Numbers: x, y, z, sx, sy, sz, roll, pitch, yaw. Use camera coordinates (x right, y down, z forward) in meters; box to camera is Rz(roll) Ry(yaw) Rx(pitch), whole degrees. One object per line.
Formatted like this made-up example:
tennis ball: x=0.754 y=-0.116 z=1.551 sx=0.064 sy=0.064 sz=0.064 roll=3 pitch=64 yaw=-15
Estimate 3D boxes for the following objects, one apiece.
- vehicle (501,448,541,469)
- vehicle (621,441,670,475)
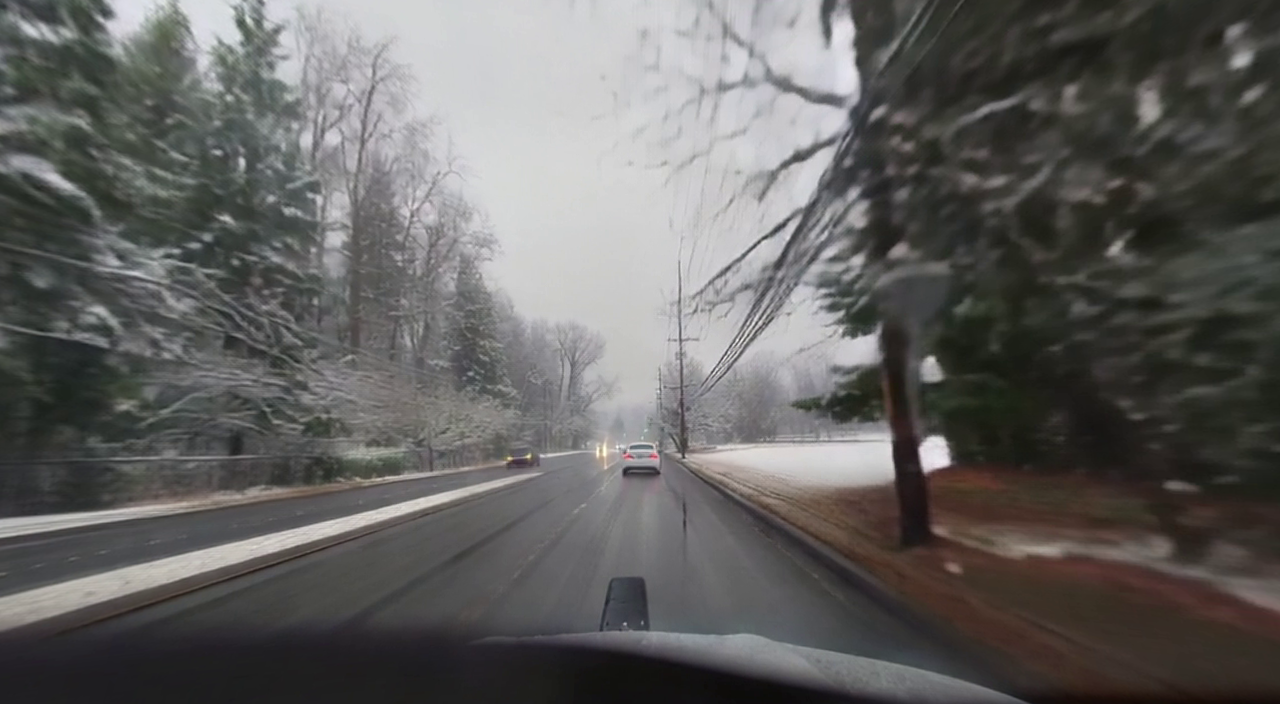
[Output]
vehicle: x=-8.851 y=7.931 z=47.107 sx=2.061 sy=1.516 sz=4.121 roll=0 pitch=-8 yaw=1
vehicle: x=0.281 y=4.963 z=29.656 sx=2.153 sy=1.461 sz=4.374 roll=0 pitch=-8 yaw=1
